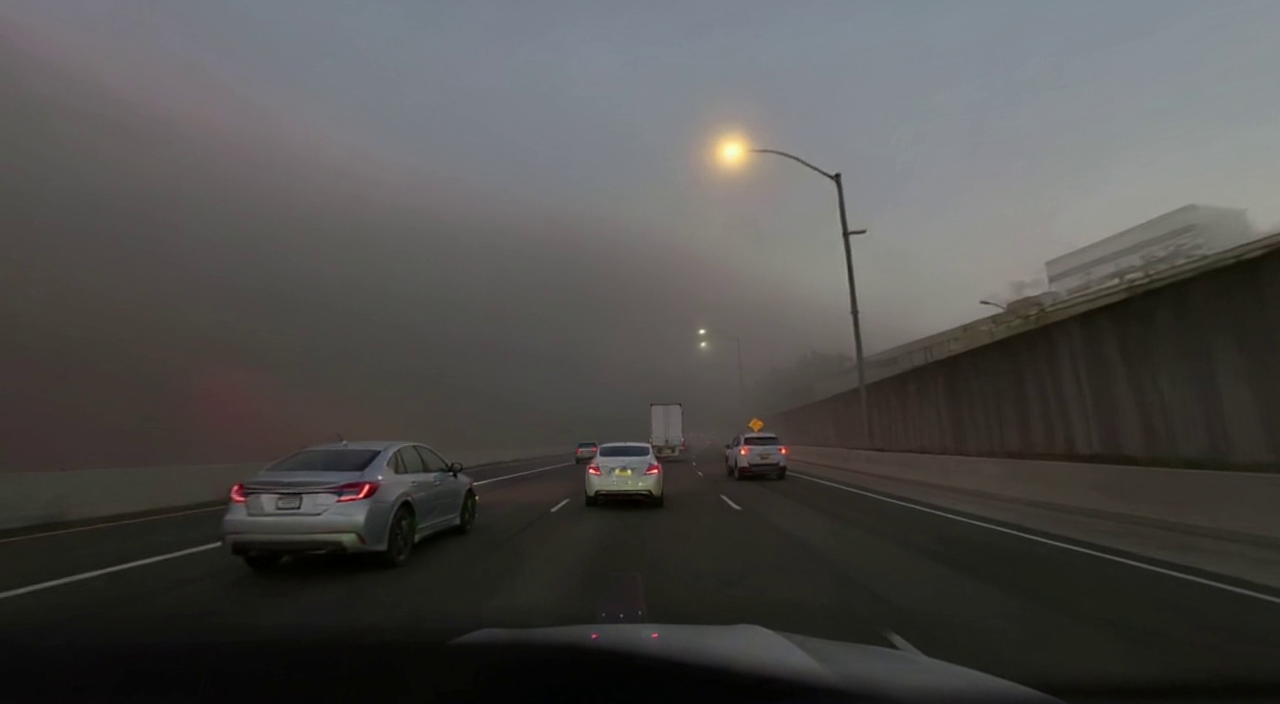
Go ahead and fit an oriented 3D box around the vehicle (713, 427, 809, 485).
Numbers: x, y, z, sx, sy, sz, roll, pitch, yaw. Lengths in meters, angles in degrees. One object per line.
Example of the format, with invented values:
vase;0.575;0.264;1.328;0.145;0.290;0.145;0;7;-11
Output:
vehicle;3.777;3.356;20.641;2.166;1.666;4.618;0;-9;0

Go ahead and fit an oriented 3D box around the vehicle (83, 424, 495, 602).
vehicle;-3.541;1.740;7.874;2.130;1.474;5.027;-1;-9;2

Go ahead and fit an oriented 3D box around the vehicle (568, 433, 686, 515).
vehicle;-0.200;2.527;13.515;2.136;1.470;3.971;-1;-9;1
